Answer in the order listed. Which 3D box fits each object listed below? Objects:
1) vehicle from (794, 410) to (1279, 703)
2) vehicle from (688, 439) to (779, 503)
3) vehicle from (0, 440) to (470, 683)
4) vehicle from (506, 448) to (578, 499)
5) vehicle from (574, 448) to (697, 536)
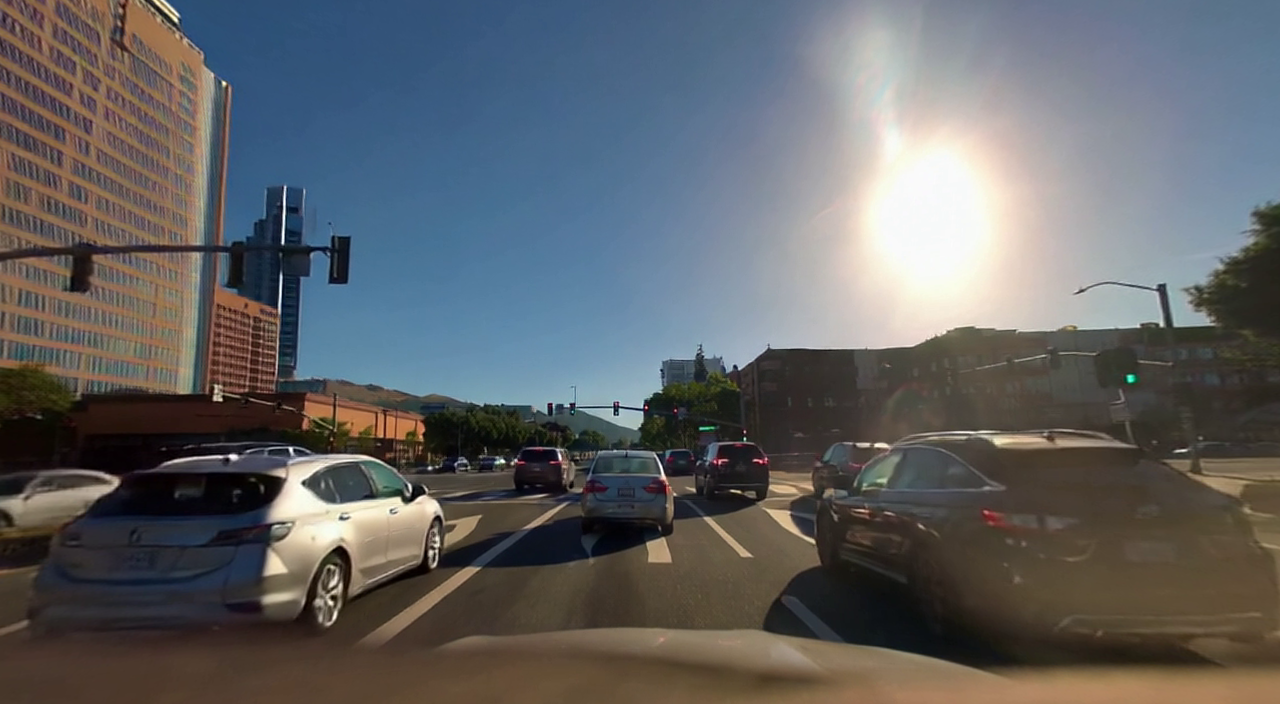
[{"bbox_3d":[3.054,1.459,5.703,1.996,1.566,4.917,0,-9,-1],"label":"vehicle"},{"bbox_3d":[2.827,3.732,20.226,2.138,1.778,4.422,0,-9,-1],"label":"vehicle"},{"bbox_3d":[-3.297,1.630,6.173,2.045,1.463,4.490,0,-9,0],"label":"vehicle"},{"bbox_3d":[-3.523,4.442,23.531,2.033,1.714,4.278,0,-9,0],"label":"vehicle"},{"bbox_3d":[-0.111,2.699,12.826,2.098,1.461,3.958,0,-9,-1],"label":"vehicle"}]
